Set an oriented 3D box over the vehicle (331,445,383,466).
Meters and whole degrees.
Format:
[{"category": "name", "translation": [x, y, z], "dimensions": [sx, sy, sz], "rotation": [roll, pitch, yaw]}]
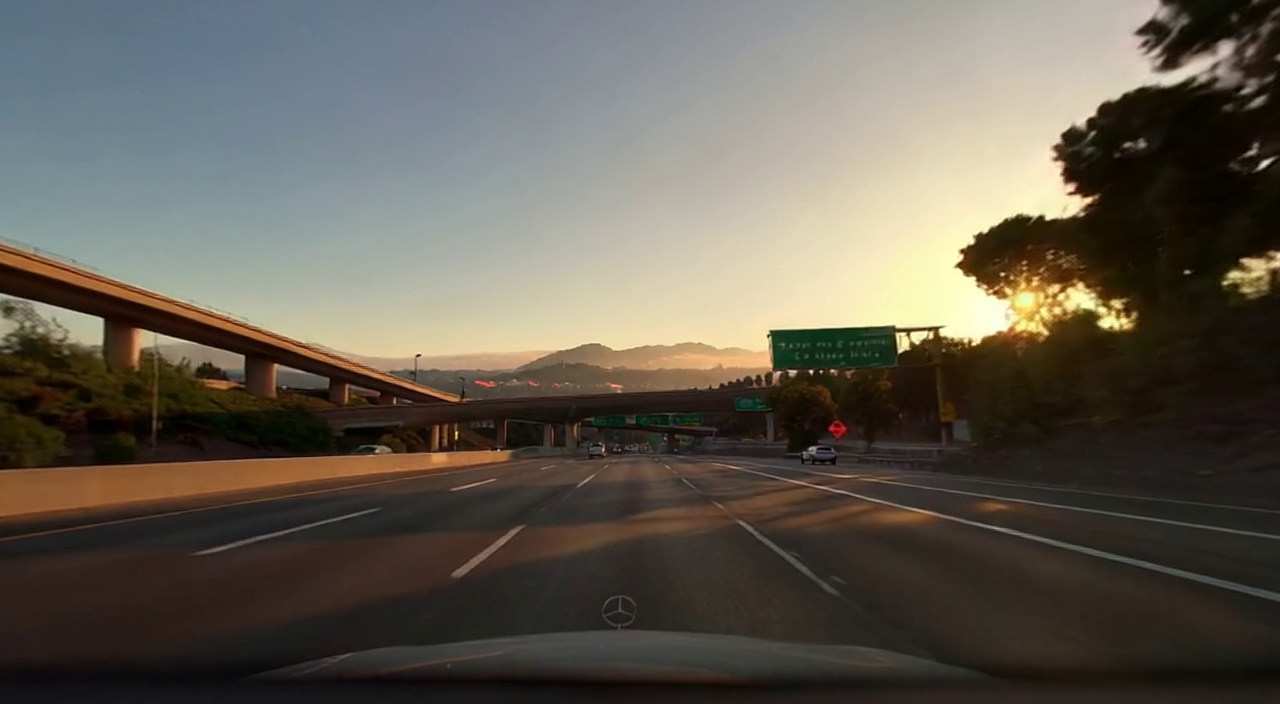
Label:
[{"category": "vehicle", "translation": [-21.562, 7.894, 48.403], "dimensions": [1.923, 1.567, 4.576], "rotation": [0, -9, -1]}]
